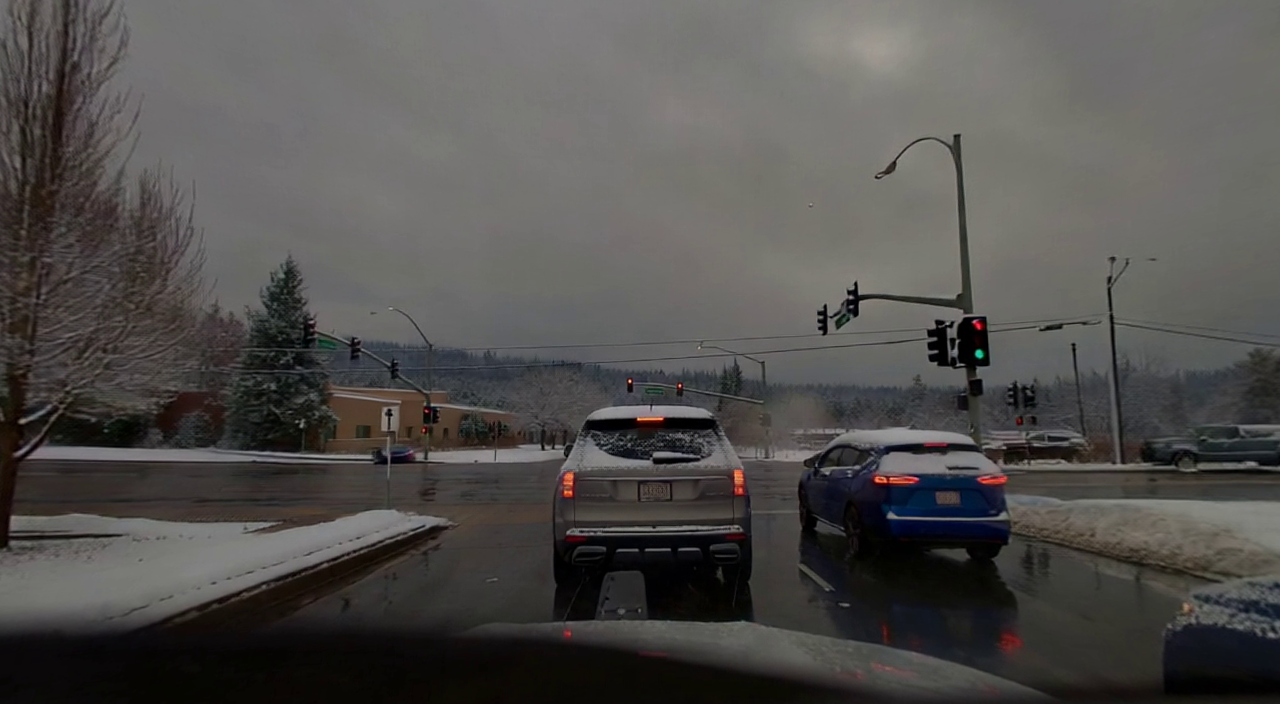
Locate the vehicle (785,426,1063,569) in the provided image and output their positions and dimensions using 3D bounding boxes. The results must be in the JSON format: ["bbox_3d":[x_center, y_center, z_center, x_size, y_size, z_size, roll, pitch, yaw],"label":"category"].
[{"bbox_3d":[3.521,1.861,8.885,1.861,1.495,4.215,0,-8,-1],"label":"vehicle"}]

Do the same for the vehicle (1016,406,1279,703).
[{"bbox_3d":[3.157,0.815,1.416,1.924,1.466,4.461,0,-8,1],"label":"vehicle"}]

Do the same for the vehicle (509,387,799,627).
[{"bbox_3d":[0.102,1.494,7.060,2.170,1.793,4.468,0,-8,0],"label":"vehicle"}]
